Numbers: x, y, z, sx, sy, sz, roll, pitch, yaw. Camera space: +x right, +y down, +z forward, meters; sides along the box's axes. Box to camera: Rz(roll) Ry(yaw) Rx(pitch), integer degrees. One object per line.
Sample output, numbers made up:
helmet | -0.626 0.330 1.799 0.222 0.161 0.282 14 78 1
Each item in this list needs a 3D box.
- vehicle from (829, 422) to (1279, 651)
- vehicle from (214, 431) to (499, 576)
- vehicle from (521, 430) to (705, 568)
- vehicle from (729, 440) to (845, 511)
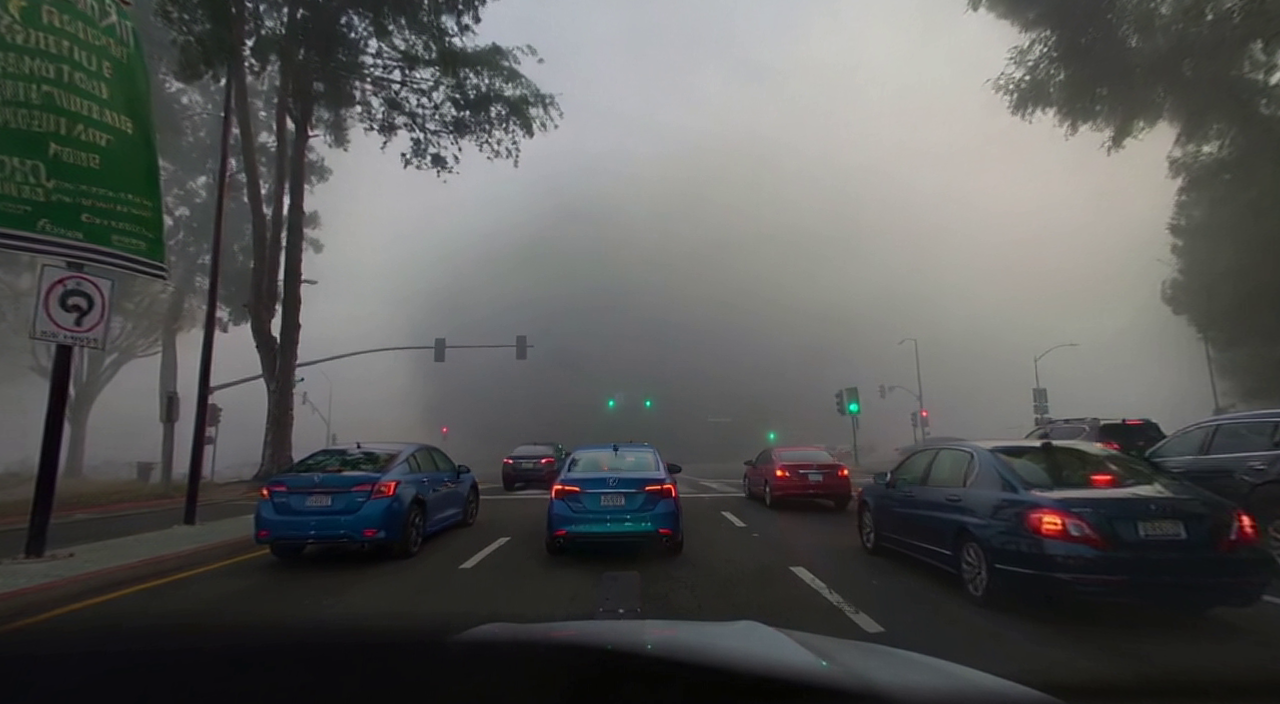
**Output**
vehicle | 3.600 1.540 6.407 1.953 1.471 4.470 0 -9 0
vehicle | -3.367 1.864 8.576 1.929 1.457 4.136 0 -9 0
vehicle | -0.312 1.881 8.767 1.994 1.479 3.647 0 -9 -1
vehicle | 3.410 2.917 15.415 1.852 1.498 3.825 0 -9 -1
